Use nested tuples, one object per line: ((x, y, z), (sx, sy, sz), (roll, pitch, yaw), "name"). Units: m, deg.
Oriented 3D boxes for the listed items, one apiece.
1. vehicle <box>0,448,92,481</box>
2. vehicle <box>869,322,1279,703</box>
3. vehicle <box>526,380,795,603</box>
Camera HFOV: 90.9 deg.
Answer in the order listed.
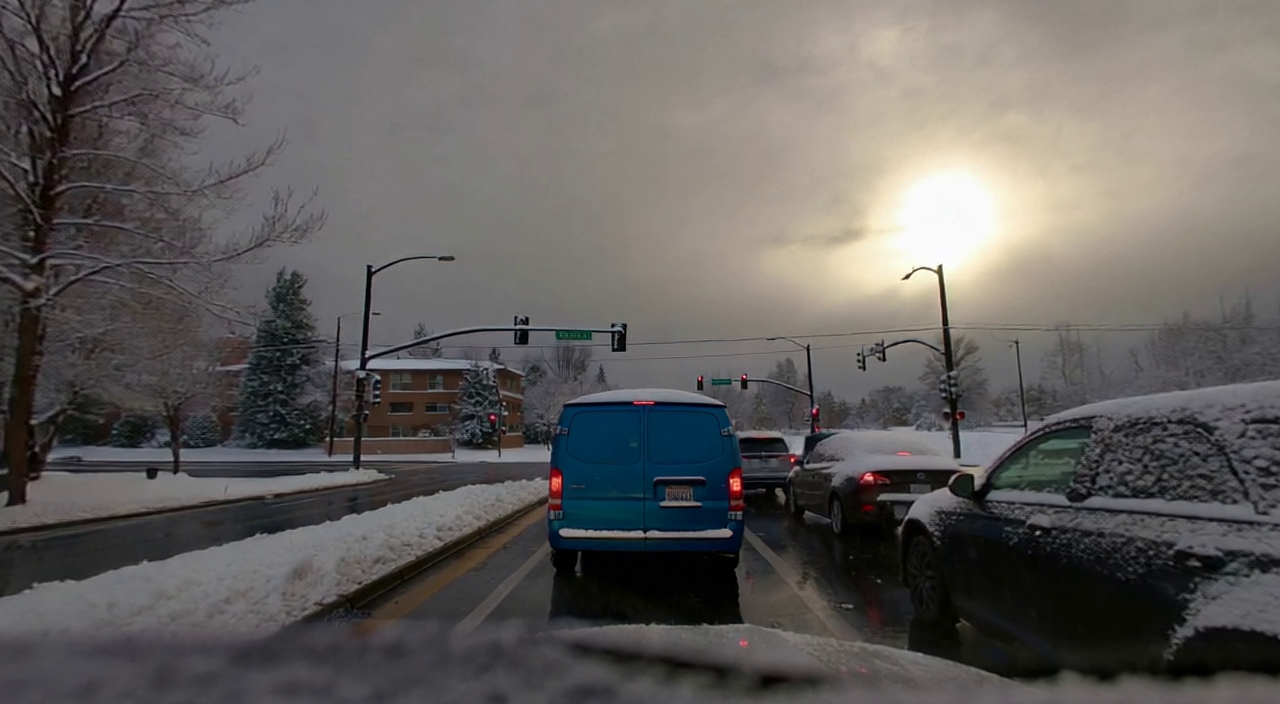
((-30.609, 5.616, 31.581), (4.425, 1.427, 1.911), (0, -5, -5), "vehicle")
((2.905, 0.943, 3.163), (1.971, 1.663, 4.287), (0, -8, 2), "vehicle")
((0.181, 1.463, 7.433), (2.185, 1.822, 4.391), (0, -8, 0), "vehicle")
